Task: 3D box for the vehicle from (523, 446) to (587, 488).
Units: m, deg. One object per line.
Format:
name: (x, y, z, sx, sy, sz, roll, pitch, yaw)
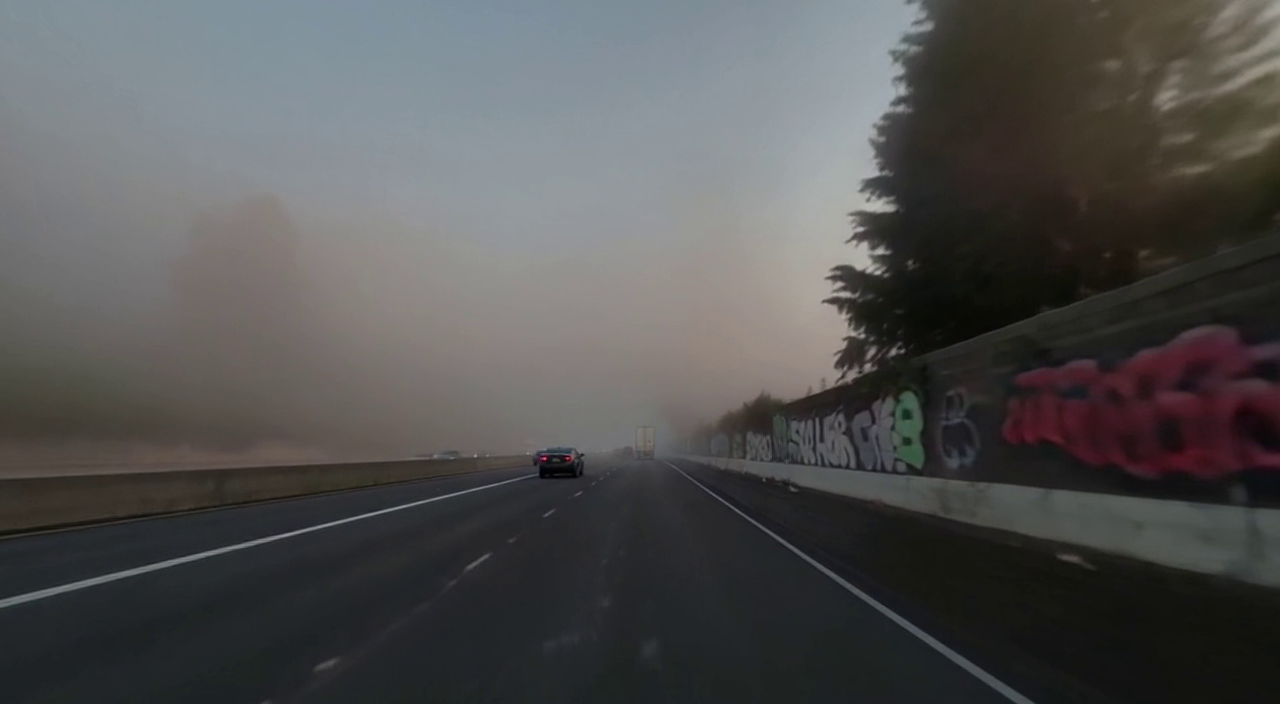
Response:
vehicle: (-3.194, 4.405, 24.587, 1.803, 1.466, 4.509, 0, -9, 1)
